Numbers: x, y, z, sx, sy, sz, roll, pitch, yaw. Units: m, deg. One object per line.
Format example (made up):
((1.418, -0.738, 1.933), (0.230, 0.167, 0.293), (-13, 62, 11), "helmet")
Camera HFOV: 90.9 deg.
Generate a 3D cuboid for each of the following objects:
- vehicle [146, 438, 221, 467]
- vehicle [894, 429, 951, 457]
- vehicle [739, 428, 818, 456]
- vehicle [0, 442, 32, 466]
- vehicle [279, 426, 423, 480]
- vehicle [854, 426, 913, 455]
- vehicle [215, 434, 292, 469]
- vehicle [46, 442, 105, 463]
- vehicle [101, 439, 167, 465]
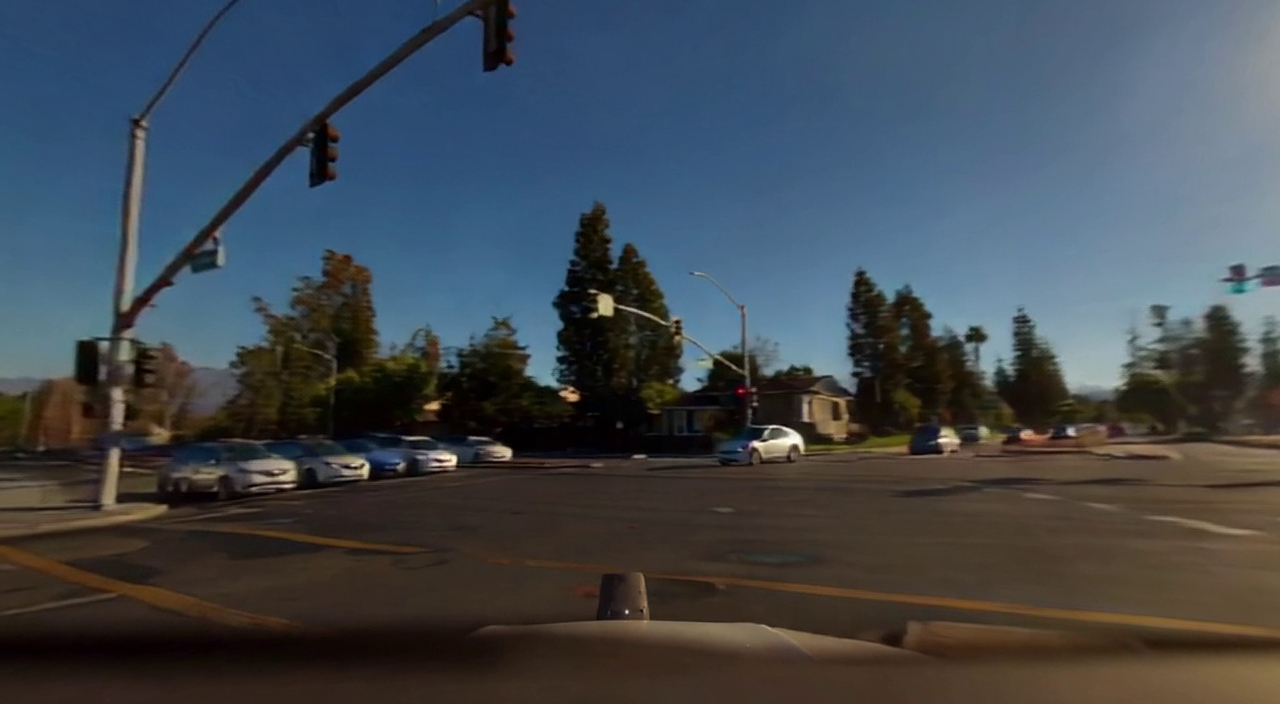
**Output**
((-29.167, 6.418, 40.253), (4.462, 1.734, 2.159), (-5, -10, 31), "vehicle")
((16.592, 5.323, 36.908), (2.039, 1.519, 4.356), (-7, -10, 37), "vehicle")
((10.965, 7.083, 49.648), (5.840, 2.087, 2.737), (6, -10, -34), "vehicle")
((-47.029, 7.474, 46.383), (4.406, 1.702, 1.943), (-5, -10, 30), "vehicle")
((-11.455, 3.941, 24.828), (5.874, 1.897, 2.226), (-6, -10, 33), "vehicle")
((16.556, 6.016, 42.678), (2.248, 1.838, 4.804), (-7, -11, 38), "vehicle")
((-22.439, 5.754, 36.545), (4.651, 1.850, 1.963), (-6, -10, 34), "vehicle")
((-43.588, 7.739, 48.644), (4.489, 1.595, 1.890), (-5, -10, 29), "vehicle")
((-35.482, 7.003, 44.147), (4.465, 1.750, 2.176), (-6, -10, 33), "vehicle")
